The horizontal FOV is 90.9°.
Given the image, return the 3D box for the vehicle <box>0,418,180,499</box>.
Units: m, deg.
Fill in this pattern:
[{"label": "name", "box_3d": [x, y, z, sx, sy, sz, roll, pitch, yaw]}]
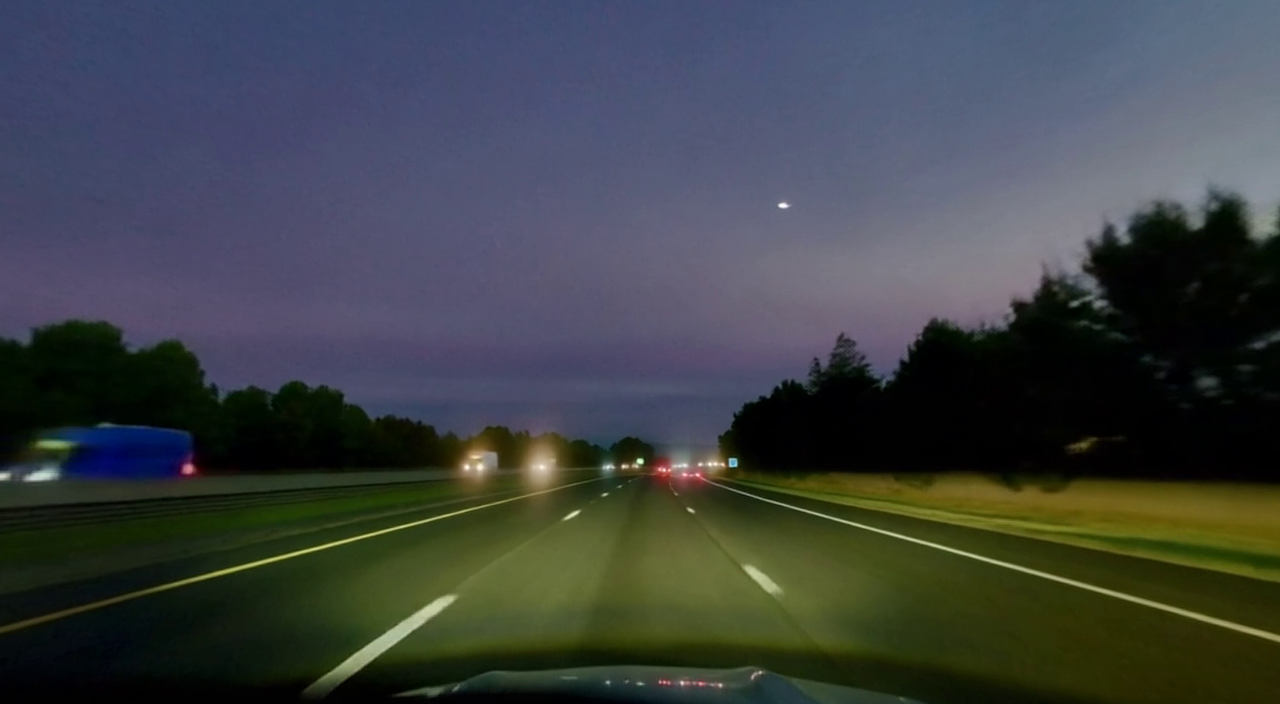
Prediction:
[{"label": "vehicle", "box_3d": [-20.743, 4.031, 23.682, 2.224, 2.607, 5.921, 0, -11, 1]}]
